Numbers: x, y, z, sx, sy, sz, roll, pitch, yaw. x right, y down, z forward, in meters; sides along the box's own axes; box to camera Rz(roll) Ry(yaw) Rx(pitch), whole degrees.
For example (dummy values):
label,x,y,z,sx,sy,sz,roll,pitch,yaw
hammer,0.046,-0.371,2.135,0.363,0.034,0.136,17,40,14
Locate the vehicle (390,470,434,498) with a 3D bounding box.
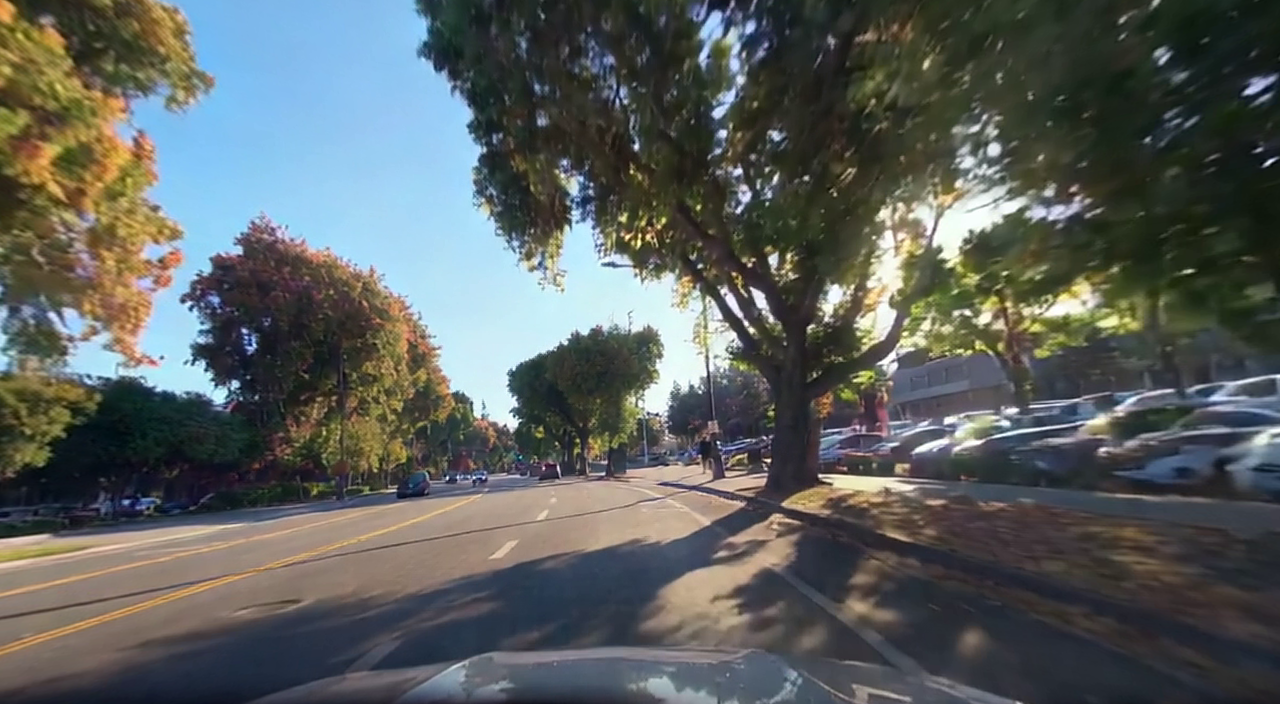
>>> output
label,x,y,z,sx,sy,sz,roll,pitch,yaw
vehicle,-16.544,9.600,46.072,2.150,1.754,4.667,1,-9,-9
